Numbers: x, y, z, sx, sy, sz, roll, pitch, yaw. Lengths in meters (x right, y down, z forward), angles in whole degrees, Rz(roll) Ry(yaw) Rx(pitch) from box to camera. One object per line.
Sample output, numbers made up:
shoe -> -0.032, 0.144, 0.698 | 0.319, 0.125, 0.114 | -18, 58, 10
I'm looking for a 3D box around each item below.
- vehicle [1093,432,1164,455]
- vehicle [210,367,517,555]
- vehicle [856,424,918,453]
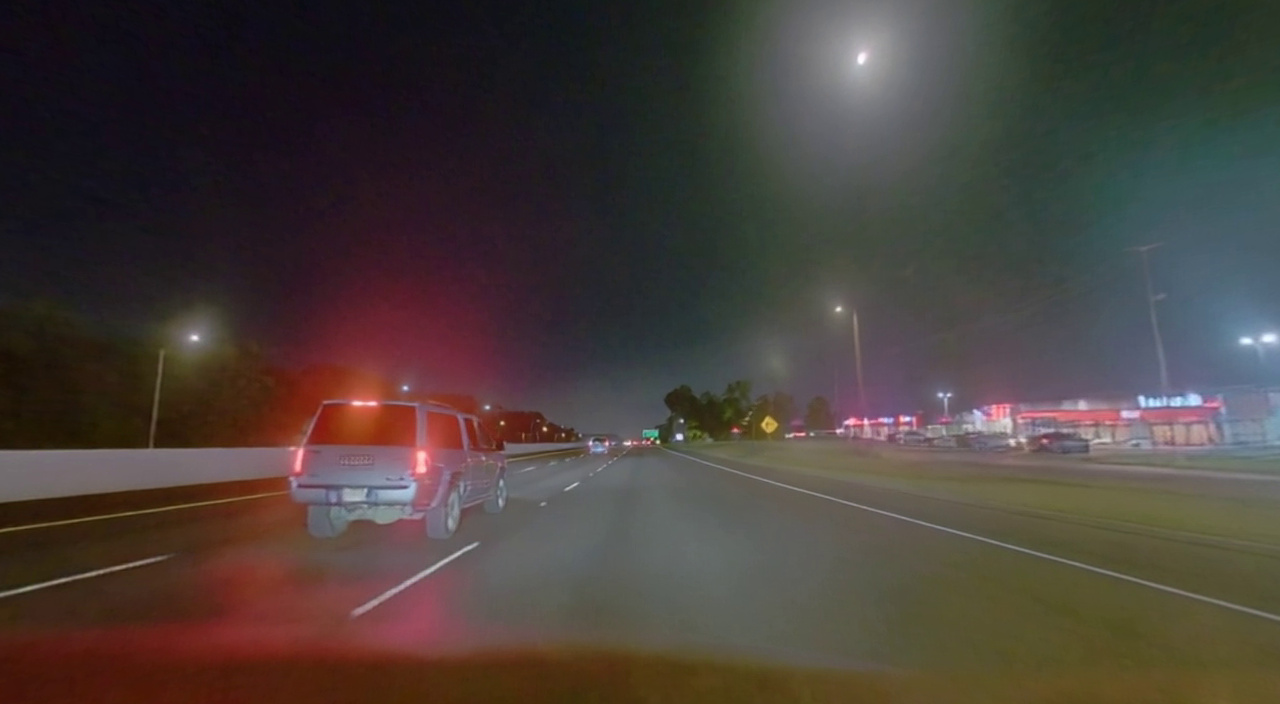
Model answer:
vehicle -> 38.253, 7.174, 49.426 | 4.338, 1.705, 1.983 | 2, -9, -13
vehicle -> -3.826, 1.702, 10.401 | 2.352, 2.209, 5.802 | 0, -8, 1
vehicle -> 16.669, 5.907, 42.862 | 2.044, 1.792, 5.081 | 0, -8, -1
